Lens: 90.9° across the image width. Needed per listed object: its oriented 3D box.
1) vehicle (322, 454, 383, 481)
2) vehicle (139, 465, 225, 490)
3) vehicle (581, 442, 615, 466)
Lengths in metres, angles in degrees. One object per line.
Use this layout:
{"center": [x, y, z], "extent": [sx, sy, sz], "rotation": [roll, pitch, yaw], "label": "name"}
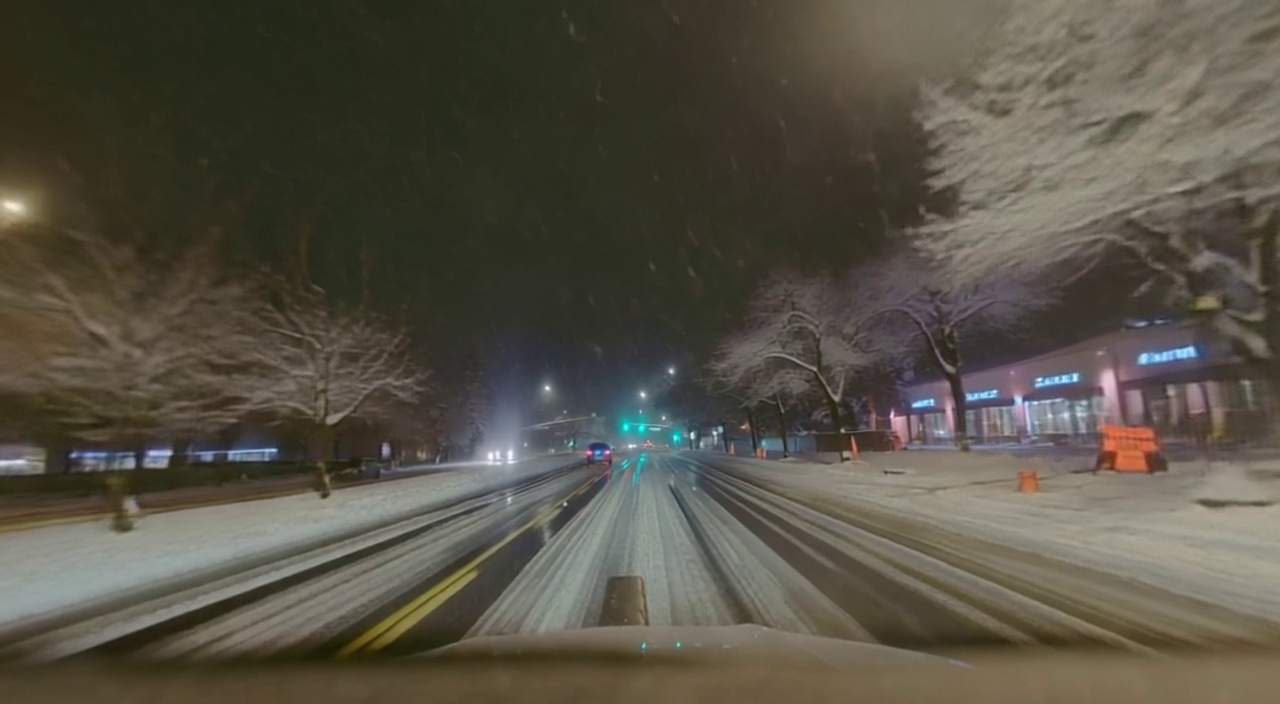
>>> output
{"center": [-21.740, 8.716, 47.890], "extent": [2.262, 1.703, 4.728], "rotation": [-5, -8, 3], "label": "vehicle"}
{"center": [-33.231, 9.117, 45.829], "extent": [4.764, 1.448, 1.876], "rotation": [-3, -8, -3], "label": "vehicle"}
{"center": [-2.653, 6.557, 40.677], "extent": [1.926, 1.442, 4.231], "rotation": [0, -8, 0], "label": "vehicle"}
